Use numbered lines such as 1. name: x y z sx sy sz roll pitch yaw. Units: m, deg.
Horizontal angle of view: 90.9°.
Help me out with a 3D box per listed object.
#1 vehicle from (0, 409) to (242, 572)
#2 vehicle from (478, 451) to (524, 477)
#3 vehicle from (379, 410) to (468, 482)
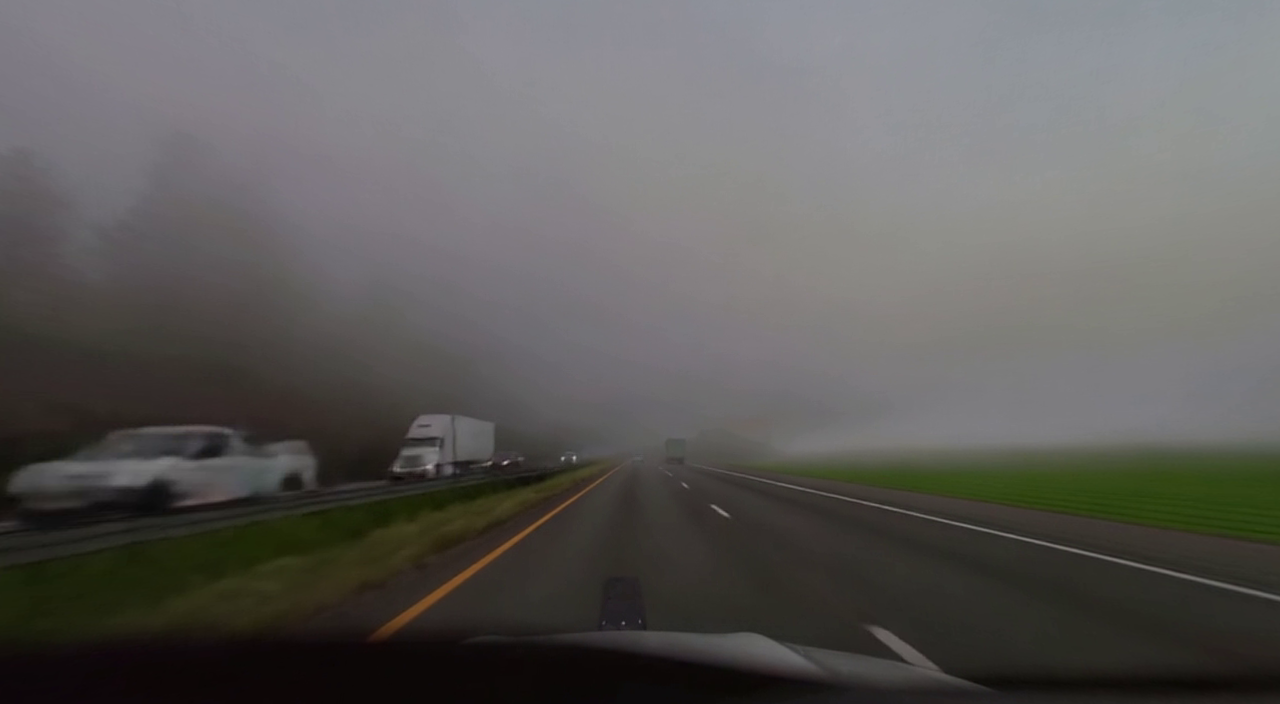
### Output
1. vehicle: -8.592 1.917 9.250 2.135 1.906 5.000 0 -9 1
2. vehicle: -8.627 6.959 39.393 1.963 1.511 3.901 0 -9 0
3. vehicle: -12.840 5.677 38.032 3.047 3.925 6.286 0 -9 0
